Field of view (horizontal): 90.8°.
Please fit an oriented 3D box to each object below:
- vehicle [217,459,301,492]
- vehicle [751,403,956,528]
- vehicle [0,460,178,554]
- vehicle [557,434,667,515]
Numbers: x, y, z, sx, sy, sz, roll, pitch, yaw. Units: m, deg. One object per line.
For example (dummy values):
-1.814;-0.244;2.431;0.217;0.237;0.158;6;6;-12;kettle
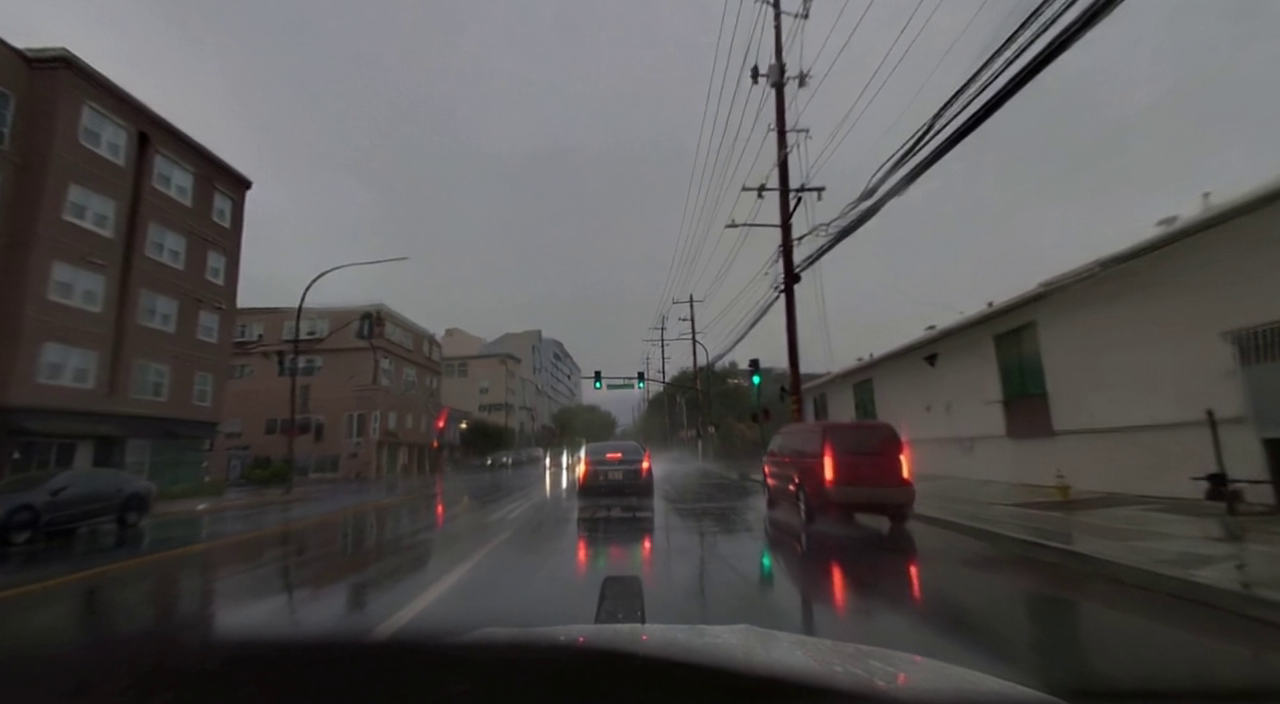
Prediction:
-25.301;8.228;42.015;4.337;1.739;1.981;-5;-11;0;vehicle
3.817;2.161;12.544;2.248;1.945;5.011;0;-8;-1;vehicle
-11.915;3.019;12.561;1.910;1.498;4.662;-3;-8;1;vehicle
-0.518;2.557;13.691;2.019;1.453;4.129;0;-8;0;vehicle
